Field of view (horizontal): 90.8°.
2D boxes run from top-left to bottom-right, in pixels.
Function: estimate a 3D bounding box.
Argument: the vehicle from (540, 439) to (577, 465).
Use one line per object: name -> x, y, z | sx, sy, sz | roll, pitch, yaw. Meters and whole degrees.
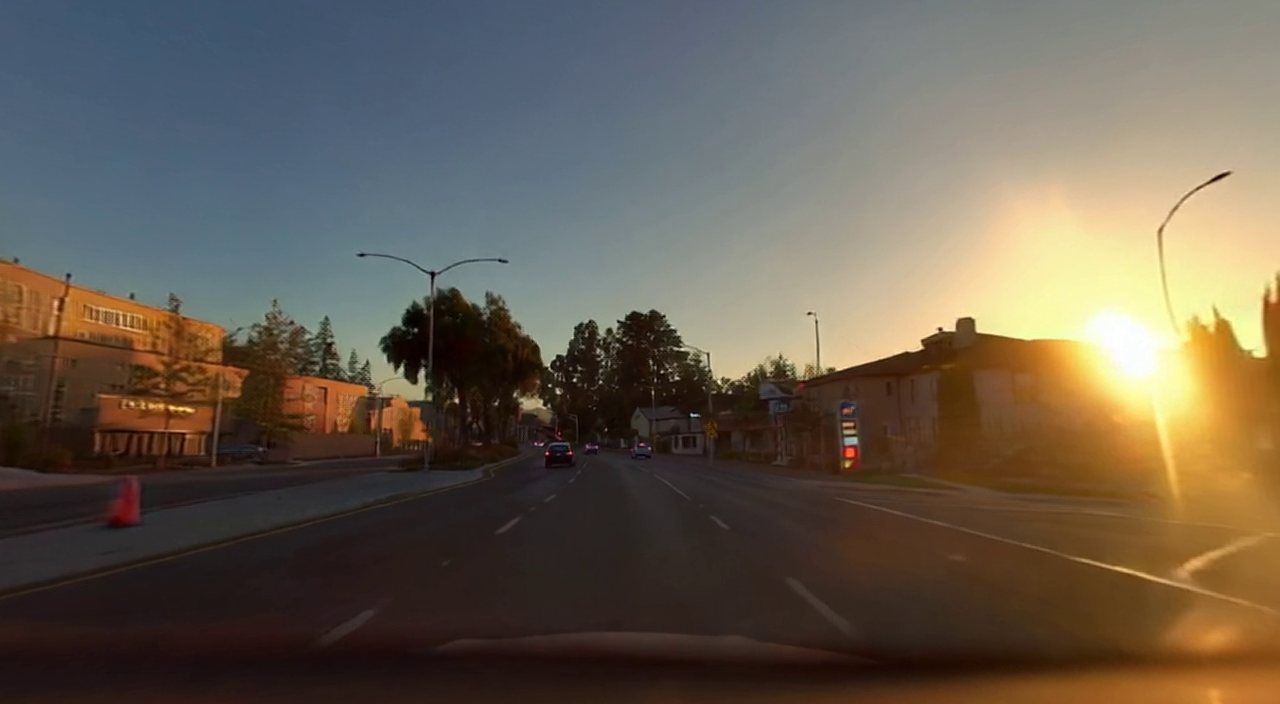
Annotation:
vehicle -> -5.596, 6.935, 43.992 | 2.381, 1.721, 4.186 | 1, -9, -5
